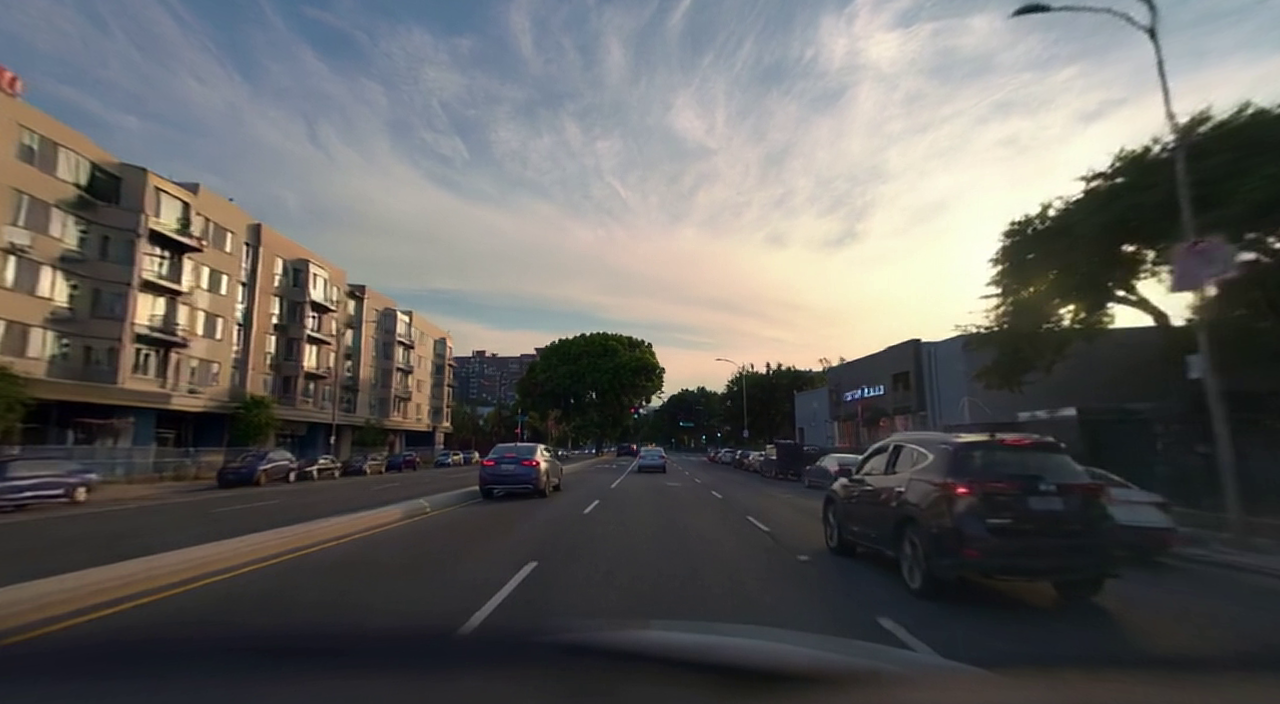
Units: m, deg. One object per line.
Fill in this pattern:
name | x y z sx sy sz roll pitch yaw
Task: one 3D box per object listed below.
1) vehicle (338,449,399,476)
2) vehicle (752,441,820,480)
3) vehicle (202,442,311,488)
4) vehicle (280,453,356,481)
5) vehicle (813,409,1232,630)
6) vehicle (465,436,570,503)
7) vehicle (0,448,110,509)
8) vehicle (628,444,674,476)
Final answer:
vehicle | -16.719 6.819 39.041 1.854 1.466 4.377 -2 -8 0
vehicle | 7.248 5.446 31.865 2.207 1.789 5.099 0 -9 0
vehicle | -16.795 4.922 27.916 2.089 1.756 4.486 -2 -8 -1
vehicle | -16.747 5.993 33.038 1.668 1.298 4.337 0 -9 1
vehicle | 3.404 1.544 6.733 1.987 1.637 3.896 0 -9 0
vehicle | -3.048 3.008 16.576 1.860 1.510 4.073 0 -9 1
vehicle | -17.127 3.390 16.899 1.915 1.497 4.445 -2 -8 1
vehicle | 0.535 5.348 31.547 2.103 1.468 4.094 0 -9 1
